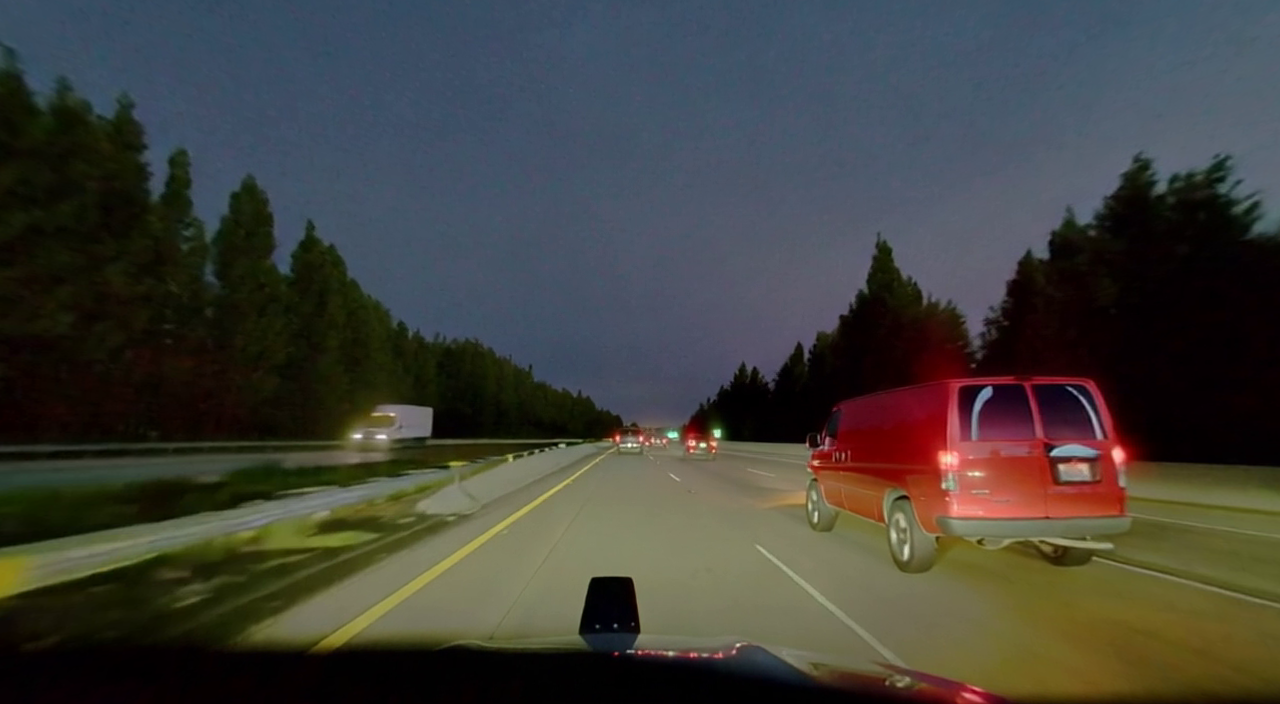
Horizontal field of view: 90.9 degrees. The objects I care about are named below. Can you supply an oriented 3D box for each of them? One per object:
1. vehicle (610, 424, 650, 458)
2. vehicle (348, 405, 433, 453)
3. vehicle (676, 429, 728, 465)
[{"bbox_3d":[-0.636,5.694,40.361,2.403,1.994,4.683,0,-8,-1],"label":"vehicle"},{"bbox_3d":[-17.640,5.555,45.169,2.842,3.134,7.777,0,-8,0],"label":"vehicle"},{"bbox_3d":[2.954,4.594,30.649,1.996,1.589,3.715,0,-8,-2],"label":"vehicle"}]
